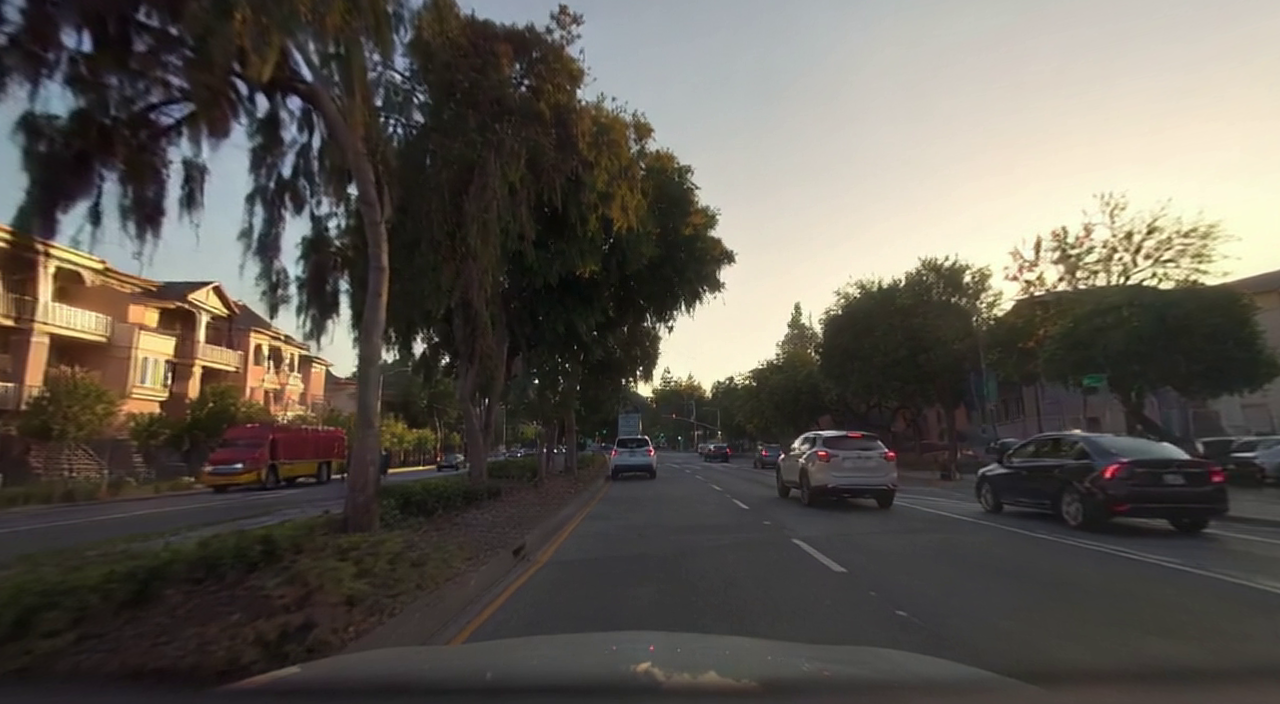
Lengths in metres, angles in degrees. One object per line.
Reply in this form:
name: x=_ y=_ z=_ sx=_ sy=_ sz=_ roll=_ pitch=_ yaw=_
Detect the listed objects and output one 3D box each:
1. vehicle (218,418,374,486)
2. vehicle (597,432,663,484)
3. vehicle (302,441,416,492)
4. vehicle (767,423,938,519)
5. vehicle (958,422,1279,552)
vehicle: x=-20.063 y=5.969 z=38.026 sx=3.233 sy=3.473 sz=10.664 roll=0 pitch=-8 yaw=1
vehicle: x=-0.377 y=4.080 z=24.535 sx=2.332 sy=1.798 sz=4.546 roll=0 pitch=-8 yaw=0
vehicle: x=-10.616 y=4.325 z=24.270 sx=2.142 sy=1.742 sz=4.523 roll=0 pitch=-8 yaw=2
vehicle: x=4.235 y=2.447 z=13.500 sx=2.100 sy=1.689 sz=4.501 roll=0 pitch=-8 yaw=1
vehicle: x=7.304 y=1.994 z=10.027 sx=2.133 sy=1.583 sz=4.496 roll=0 pitch=-8 yaw=0
